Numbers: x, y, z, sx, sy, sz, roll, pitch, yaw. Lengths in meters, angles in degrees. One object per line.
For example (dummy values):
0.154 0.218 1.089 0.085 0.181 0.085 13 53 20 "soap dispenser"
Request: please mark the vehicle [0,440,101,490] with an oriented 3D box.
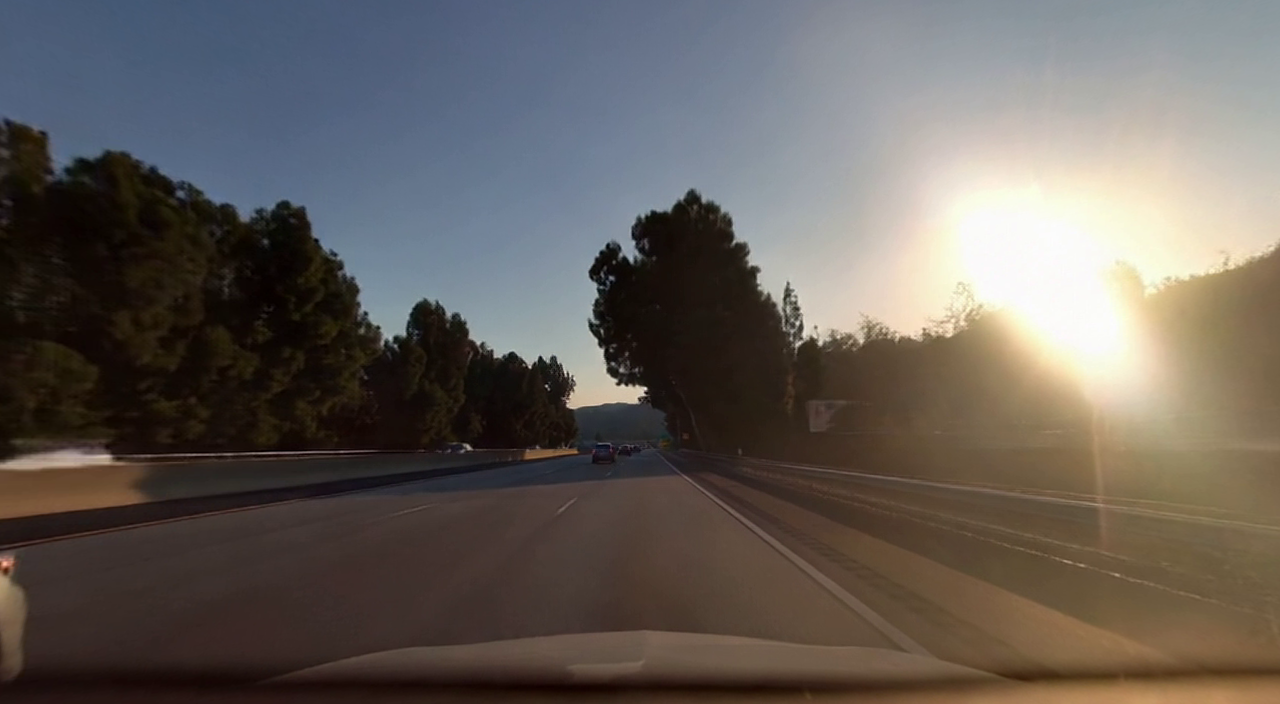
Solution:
-20.946 3.676 20.774 1.962 1.549 4.878 0 -8 2 "vehicle"
